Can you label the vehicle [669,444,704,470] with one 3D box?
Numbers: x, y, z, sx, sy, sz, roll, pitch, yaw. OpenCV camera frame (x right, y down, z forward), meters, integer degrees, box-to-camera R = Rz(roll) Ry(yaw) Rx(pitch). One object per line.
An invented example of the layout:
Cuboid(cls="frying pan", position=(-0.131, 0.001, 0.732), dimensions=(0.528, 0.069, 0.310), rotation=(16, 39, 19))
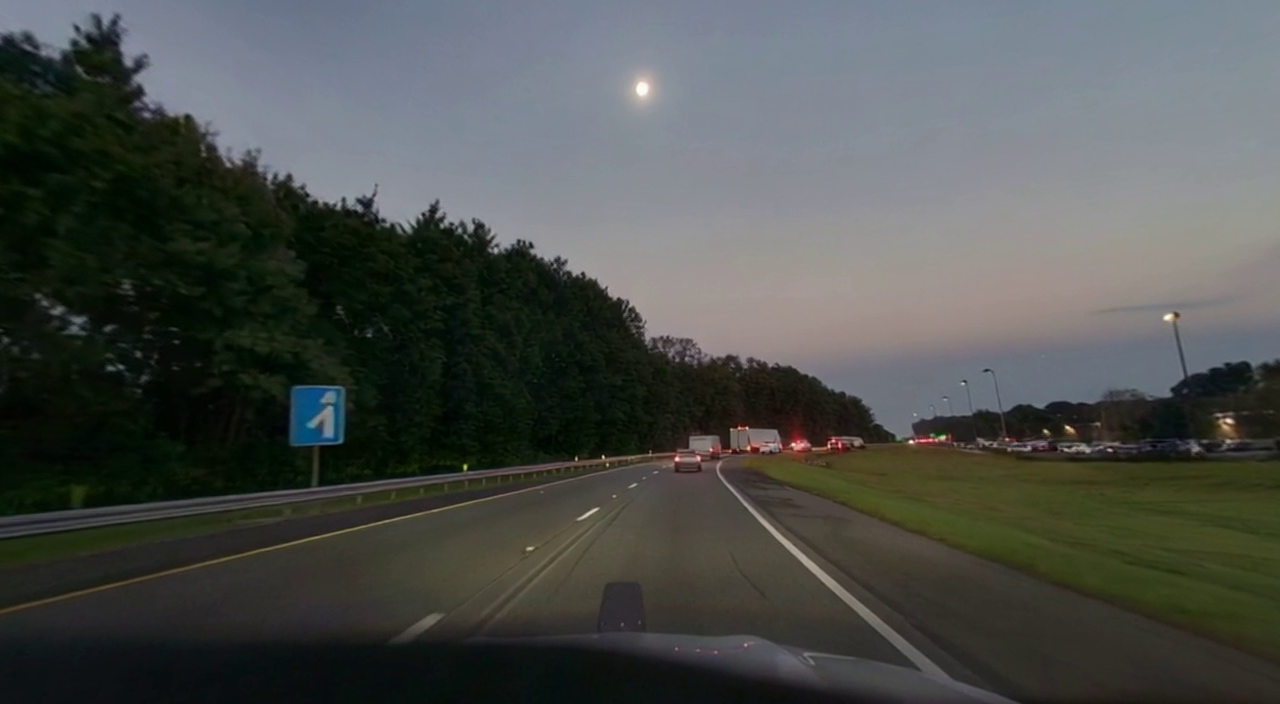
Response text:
Cuboid(cls="vehicle", position=(3.241, 7.233, 43.379), dimensions=(2.221, 1.674, 4.325), rotation=(-1, -9, 6))
